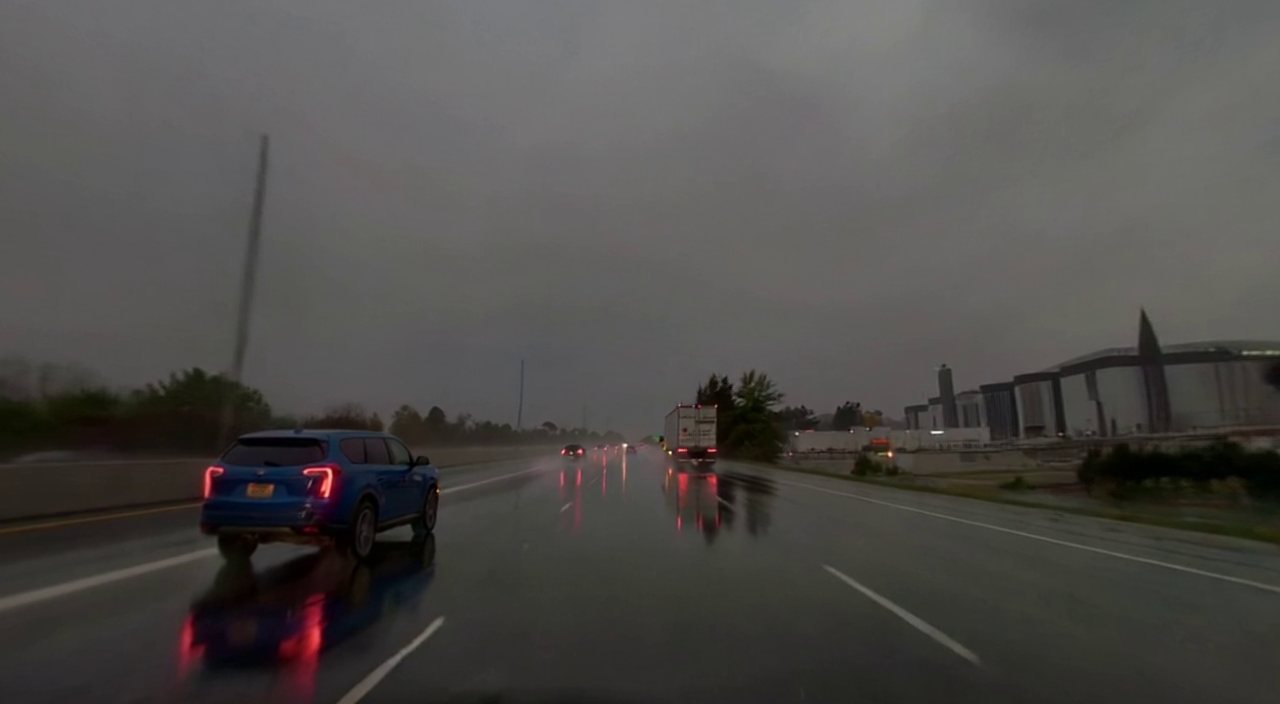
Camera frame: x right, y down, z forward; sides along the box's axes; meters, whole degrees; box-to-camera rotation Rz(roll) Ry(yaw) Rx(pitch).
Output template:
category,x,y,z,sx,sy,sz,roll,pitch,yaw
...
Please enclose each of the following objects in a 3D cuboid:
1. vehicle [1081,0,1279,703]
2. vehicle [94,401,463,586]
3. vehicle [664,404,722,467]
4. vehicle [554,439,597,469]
category,x,y,z,sx,sy,sz,roll,pitch,yaw
vehicle,4.280,-0.479,0.585,3.030,3.918,6.108,0,-9,0
vehicle,-4.155,1.723,8.452,2.202,1.760,4.617,0,-9,0
vehicle,3.895,6.756,49.861,2.998,4.236,13.886,0,-9,-2
vehicle,-3.862,6.201,38.332,2.139,1.716,4.530,0,-9,0
